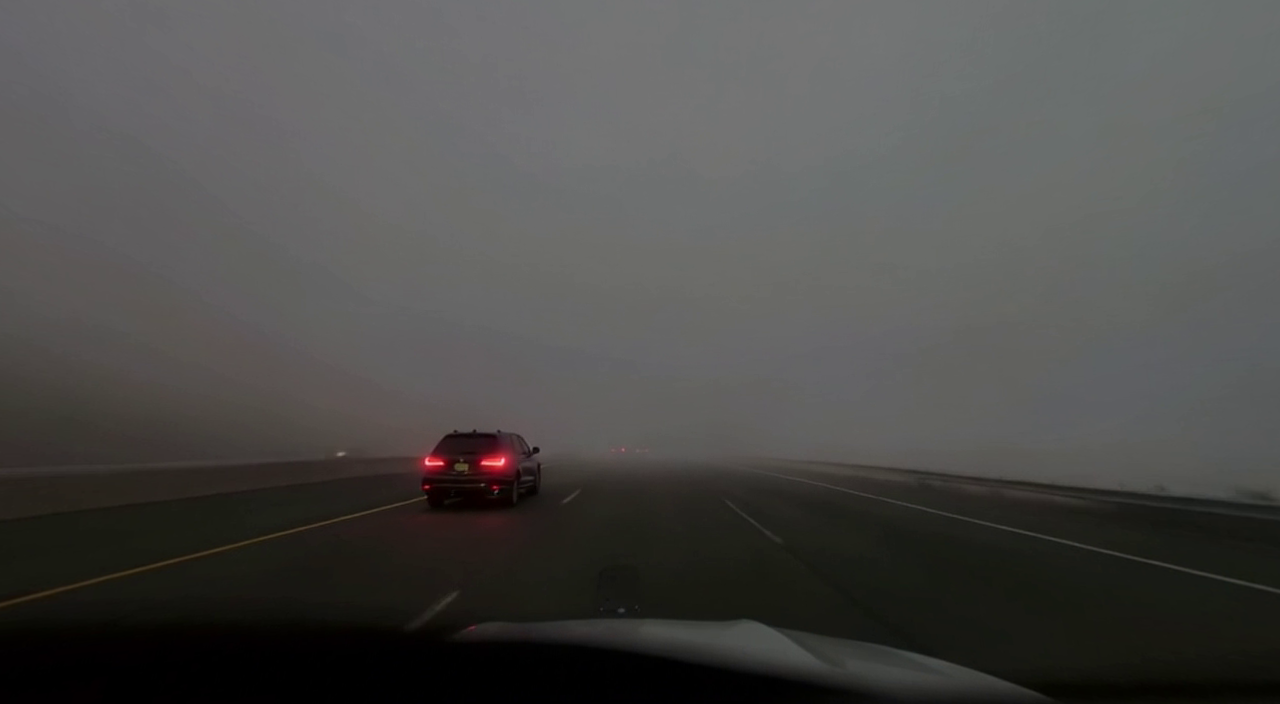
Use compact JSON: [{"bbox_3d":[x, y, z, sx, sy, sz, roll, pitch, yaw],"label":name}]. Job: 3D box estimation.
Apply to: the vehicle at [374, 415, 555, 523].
[{"bbox_3d":[-3.540,2.508,14.150,2.379,1.918,5.504,0,-8,1],"label":"vehicle"}]
